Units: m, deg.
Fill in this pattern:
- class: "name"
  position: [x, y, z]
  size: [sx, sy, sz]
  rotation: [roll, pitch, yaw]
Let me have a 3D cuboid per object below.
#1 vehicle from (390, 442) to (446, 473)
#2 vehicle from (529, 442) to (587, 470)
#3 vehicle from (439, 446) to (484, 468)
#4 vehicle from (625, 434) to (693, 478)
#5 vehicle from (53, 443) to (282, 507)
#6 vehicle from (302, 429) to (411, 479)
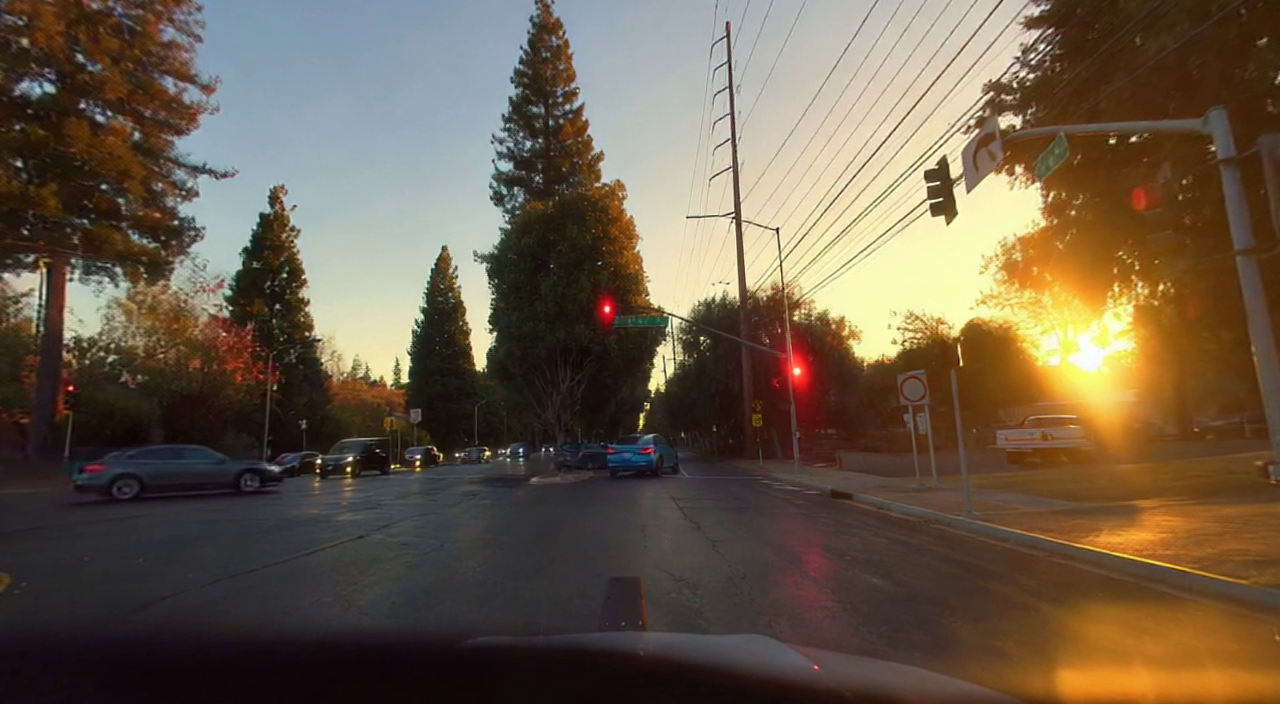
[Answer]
- class: "vehicle"
  position: [-13.231, 6.303, 37.631]
  size: [1.772, 1.647, 4.221]
  rotation: [-4, -9, 0]
- class: "vehicle"
  position: [-4.479, 5.766, 35.047]
  size: [1.904, 1.482, 4.603]
  rotation: [-2, -9, 9]
- class: "vehicle"
  position: [-12.688, 7.484, 44.904]
  size: [1.841, 1.477, 4.485]
  rotation: [-1, -8, 1]
- class: "vehicle"
  position: [0.919, 4.337, 26.429]
  size: [2.051, 1.666, 4.607]
  rotation: [-2, -9, 12]
- class: "vehicle"
  position: [-12.307, 3.165, 16.649]
  size: [4.531, 1.446, 1.846]
  rotation: [6, -11, -38]
- class: "vehicle"
  position: [-13.123, 4.767, 29.625]
  size: [2.350, 2.104, 5.828]
  rotation: [0, -8, 1]
